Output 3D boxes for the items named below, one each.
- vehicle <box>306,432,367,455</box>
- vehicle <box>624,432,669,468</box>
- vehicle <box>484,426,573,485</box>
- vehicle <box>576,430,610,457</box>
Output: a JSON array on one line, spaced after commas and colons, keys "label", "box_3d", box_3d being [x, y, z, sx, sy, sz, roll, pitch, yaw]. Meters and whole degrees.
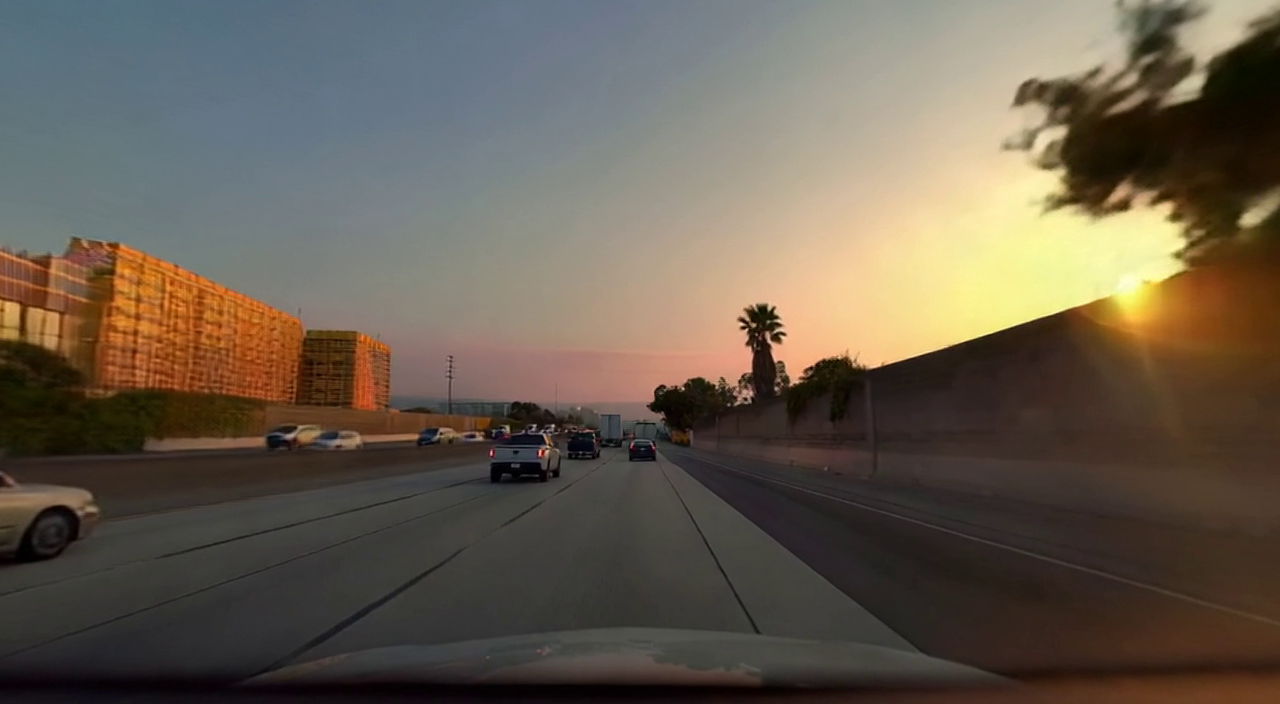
[{"label": "vehicle", "box_3d": [-23.613, 7.142, 49.260, 2.161, 1.688, 4.913, -1, -8, 2]}, {"label": "vehicle", "box_3d": [0.333, 4.954, 32.078, 2.136, 1.678, 4.052, 0, -8, 0]}, {"label": "vehicle", "box_3d": [-3.603, 3.455, 21.304, 2.108, 1.740, 4.549, 0, -8, 1]}, {"label": "vehicle", "box_3d": [-3.558, 7.046, 48.513, 2.203, 1.958, 4.848, 0, -8, 1]}]
